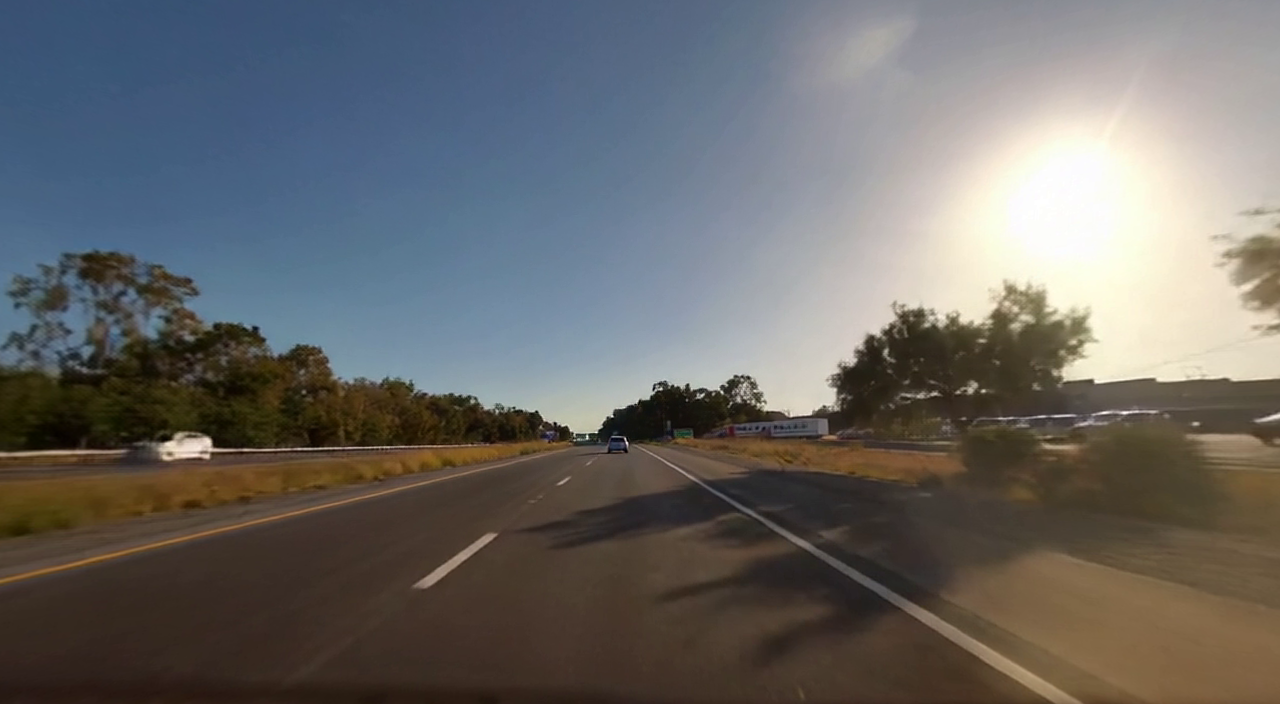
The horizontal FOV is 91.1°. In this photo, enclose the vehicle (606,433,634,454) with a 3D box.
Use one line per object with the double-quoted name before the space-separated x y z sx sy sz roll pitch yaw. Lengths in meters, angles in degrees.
"vehicle" -1.532 6.942 47.773 2.037 1.504 4.248 0 -8 -2
